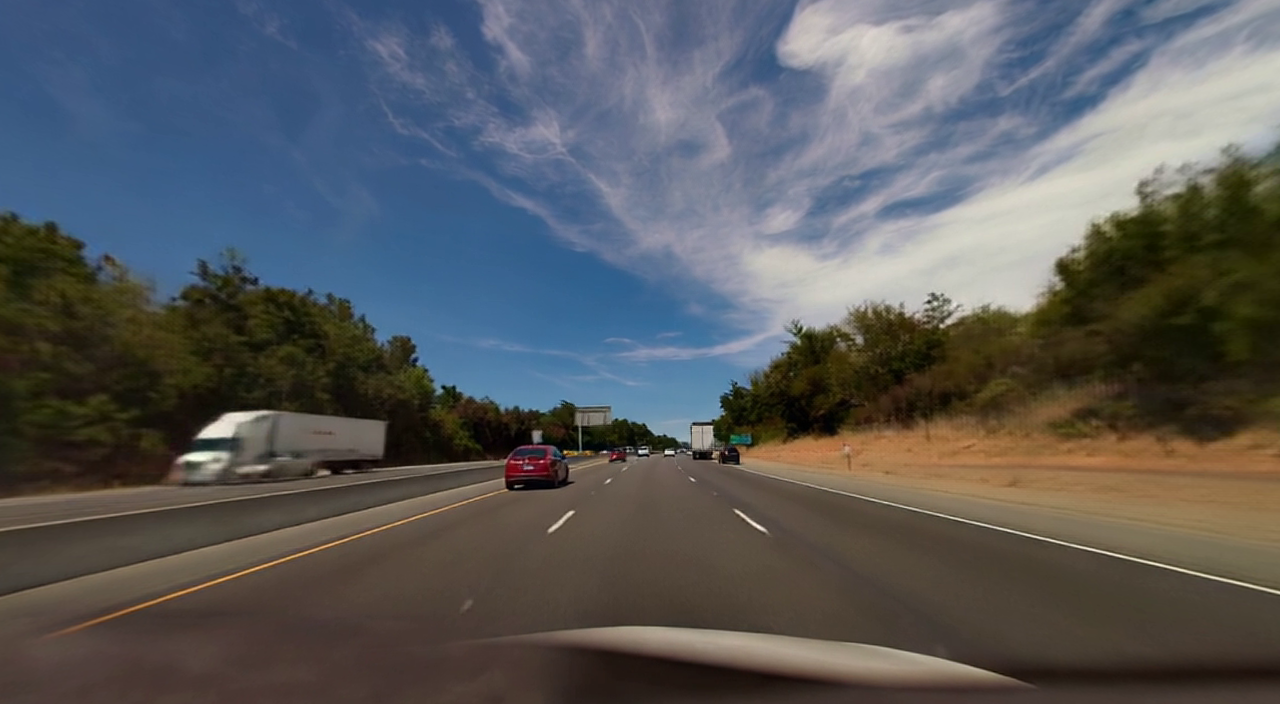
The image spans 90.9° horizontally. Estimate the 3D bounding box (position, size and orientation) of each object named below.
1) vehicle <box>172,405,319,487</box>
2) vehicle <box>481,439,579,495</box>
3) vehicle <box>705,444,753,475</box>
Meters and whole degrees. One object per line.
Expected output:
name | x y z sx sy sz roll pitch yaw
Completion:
vehicle | -18.817 4.576 30.600 3.027 3.574 5.837 0 -9 2
vehicle | -3.329 3.613 20.132 2.085 1.530 4.809 0 -9 2
vehicle | 4.904 5.974 35.253 2.176 1.598 3.878 0 -9 1
